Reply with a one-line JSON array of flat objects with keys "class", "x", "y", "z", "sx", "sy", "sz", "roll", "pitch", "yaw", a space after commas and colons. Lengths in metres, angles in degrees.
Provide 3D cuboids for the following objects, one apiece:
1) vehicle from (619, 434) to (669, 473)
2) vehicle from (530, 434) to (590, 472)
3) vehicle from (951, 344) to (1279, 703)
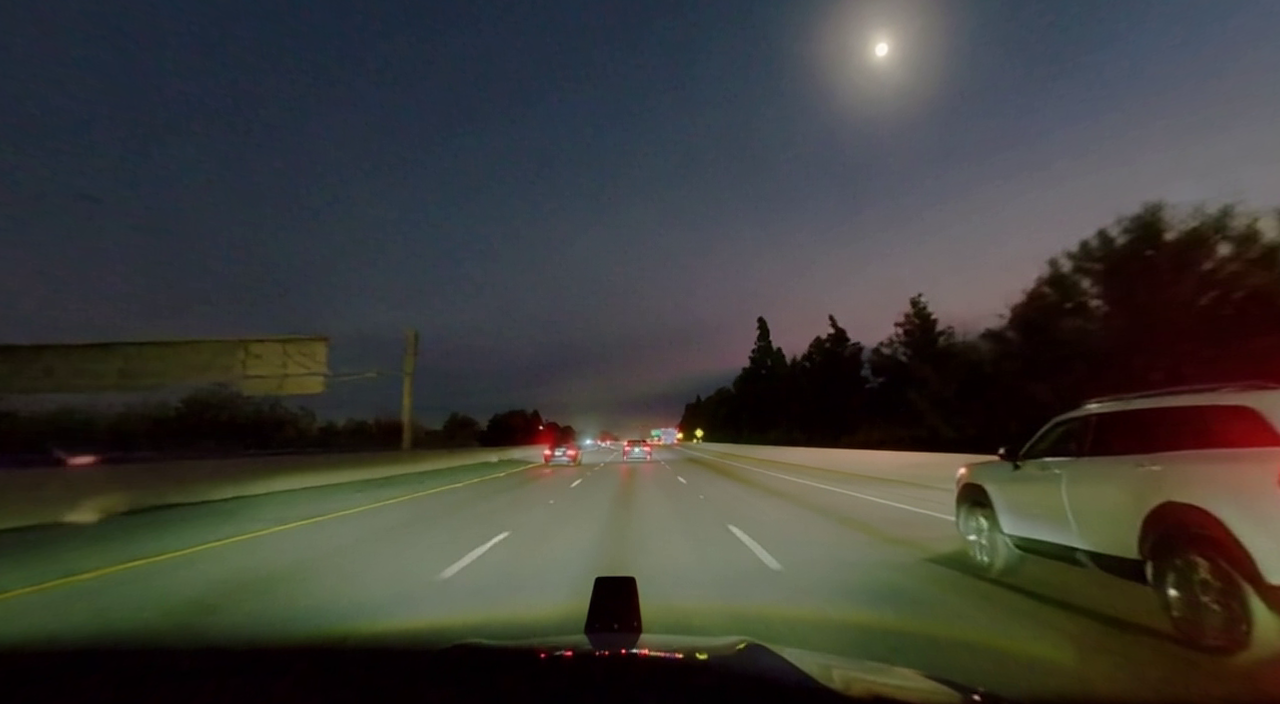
[{"class": "vehicle", "x": 0.171, "y": 4.458, "z": 27.798, "sx": 2.049, "sy": 1.542, "sz": 3.816, "roll": 0, "pitch": -8, "yaw": 0}, {"class": "vehicle", "x": -3.566, "y": 4.586, "z": 28.710, "sx": 2.066, "sy": 1.561, "sz": 4.495, "roll": 0, "pitch": -8, "yaw": 1}, {"class": "vehicle", "x": 4.071, "y": 0.943, "z": 3.866, "sx": 2.025, "sy": 1.707, "sz": 4.279, "roll": 0, "pitch": -8, "yaw": -1}]
